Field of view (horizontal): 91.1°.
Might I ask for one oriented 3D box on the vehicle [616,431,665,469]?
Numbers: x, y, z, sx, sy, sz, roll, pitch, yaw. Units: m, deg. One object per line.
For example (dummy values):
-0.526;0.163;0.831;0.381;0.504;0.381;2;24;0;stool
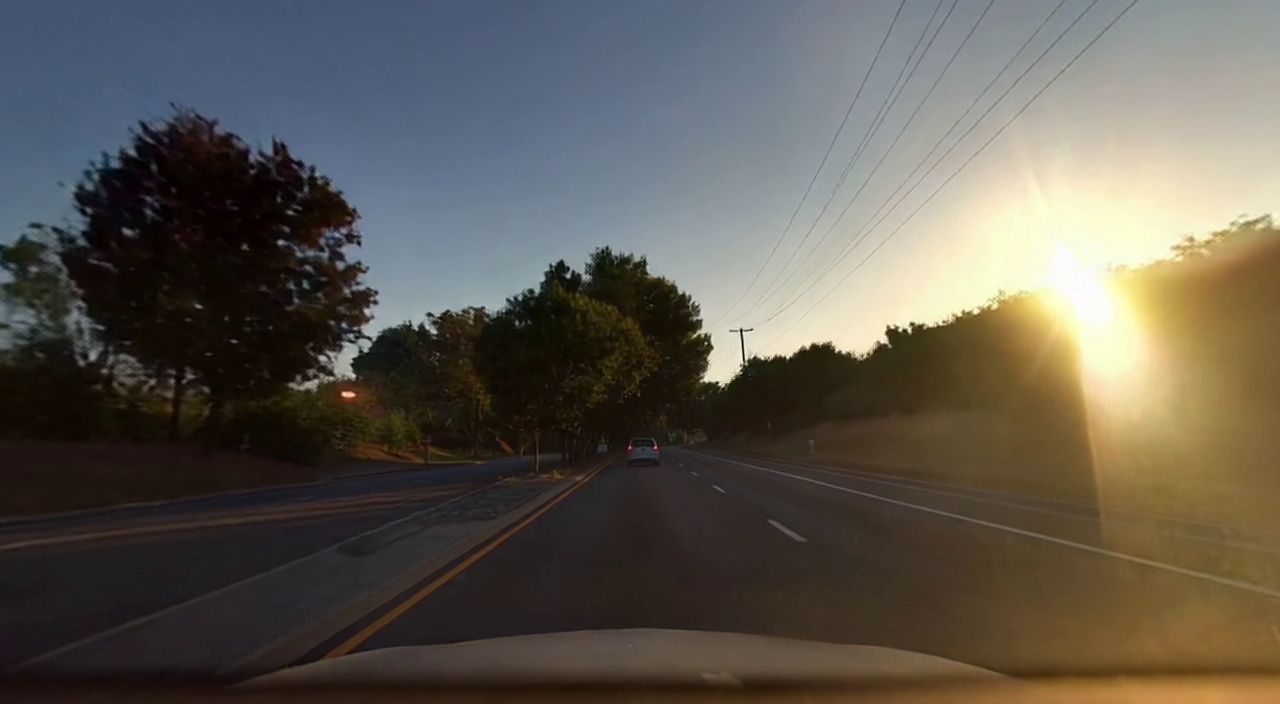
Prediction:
0.041;4.808;30.911;2.256;1.734;4.176;0;-8;0;vehicle
